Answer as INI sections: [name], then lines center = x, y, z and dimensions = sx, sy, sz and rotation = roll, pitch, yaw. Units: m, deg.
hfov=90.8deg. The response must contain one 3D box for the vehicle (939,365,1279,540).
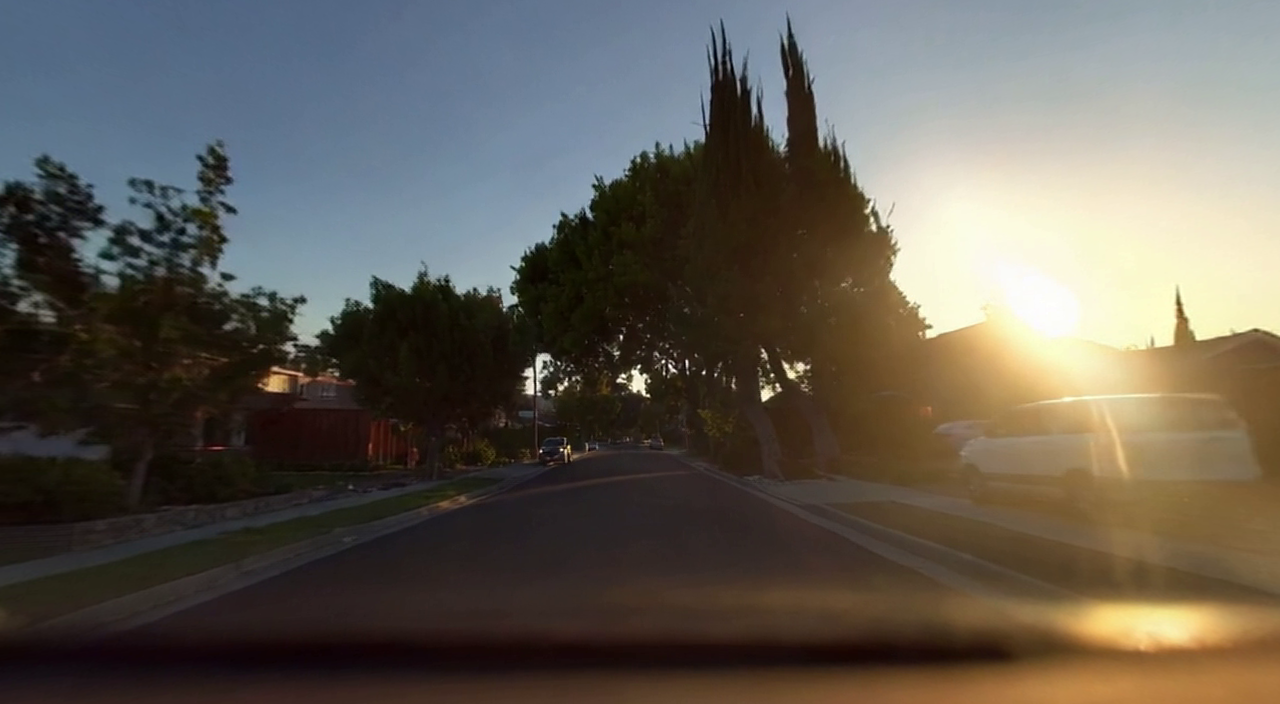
[vehicle]
center = 7.016, 1.468, 9.764
dimensions = 2.233, 1.923, 4.848
rotation = -3, -8, -1
